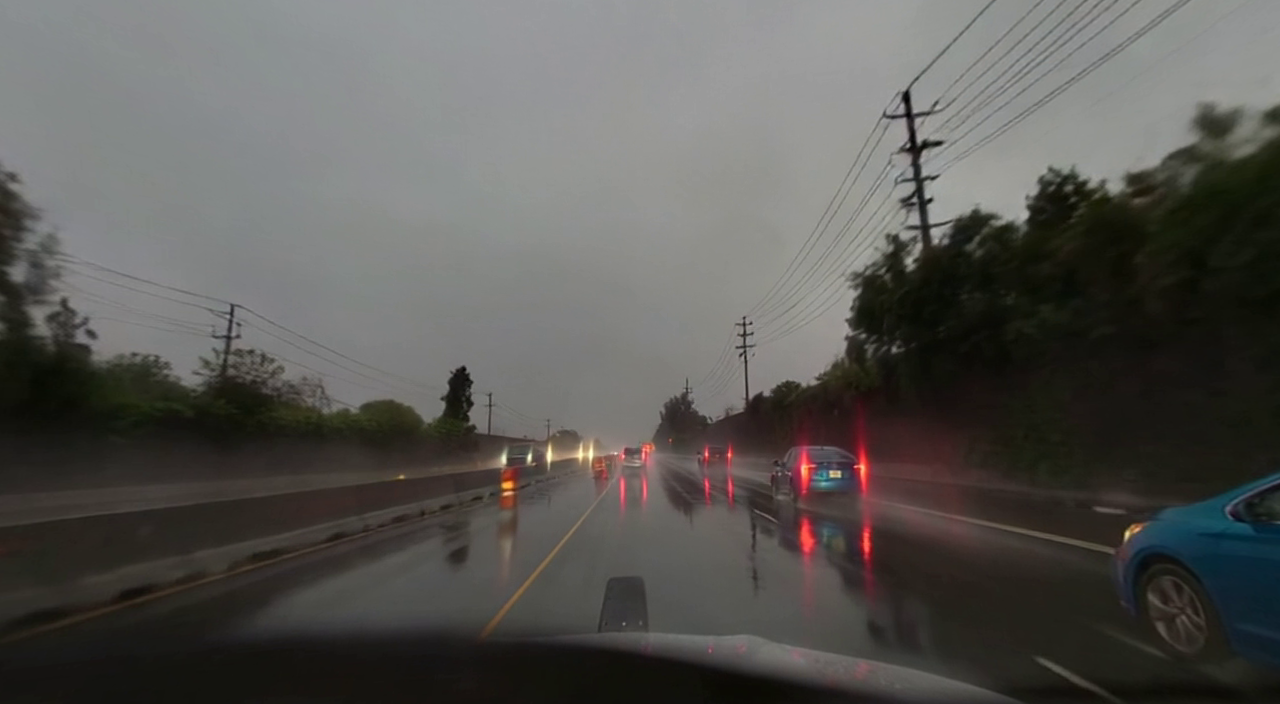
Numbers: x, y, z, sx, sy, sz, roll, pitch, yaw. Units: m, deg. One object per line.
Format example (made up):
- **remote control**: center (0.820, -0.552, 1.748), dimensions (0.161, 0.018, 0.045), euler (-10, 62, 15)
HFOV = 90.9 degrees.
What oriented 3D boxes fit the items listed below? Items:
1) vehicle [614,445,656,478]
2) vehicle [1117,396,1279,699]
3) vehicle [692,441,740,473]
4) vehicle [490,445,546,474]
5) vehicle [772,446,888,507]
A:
- **vehicle**: center (-0.214, 5.755, 33.484), dimensions (2.096, 1.583, 4.150), euler (0, -8, 1)
- **vehicle**: center (4.331, 0.837, 2.054), dimensions (1.997, 1.568, 4.529), euler (0, -8, 0)
- **vehicle**: center (4.946, 6.929, 41.965), dimensions (2.559, 1.943, 5.610), euler (0, -8, 1)
- **vehicle**: center (-7.604, 6.738, 39.862), dimensions (2.308, 1.694, 4.945), euler (-1, -8, 2)
- **vehicle**: center (4.956, 3.280, 17.093), dimensions (1.881, 1.409, 4.016), euler (0, -8, 0)
